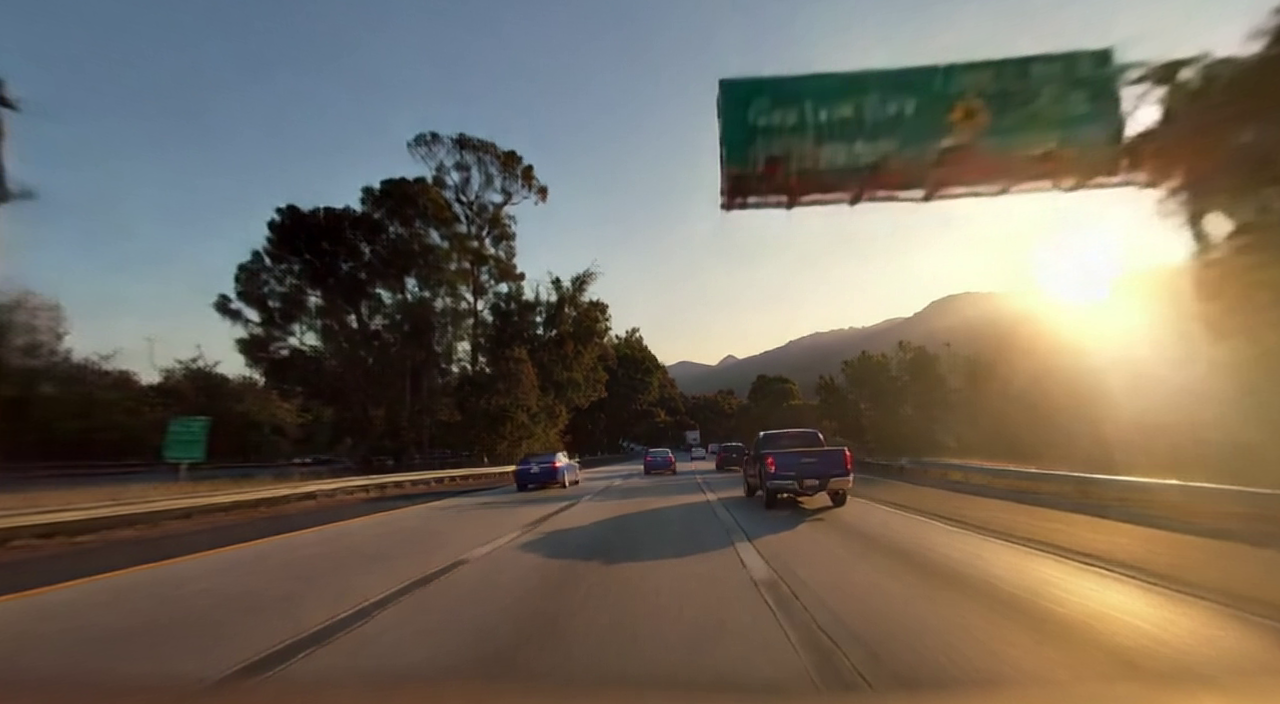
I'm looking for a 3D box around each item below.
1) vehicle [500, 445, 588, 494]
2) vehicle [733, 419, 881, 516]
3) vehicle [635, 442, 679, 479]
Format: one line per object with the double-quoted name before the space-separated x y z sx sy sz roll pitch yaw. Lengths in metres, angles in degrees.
"vehicle" -3.240 4.096 22.411 2.109 1.530 4.646 -1 -8 4
"vehicle" 3.624 2.644 14.969 2.229 1.837 5.387 -1 -8 2
"vehicle" 0.877 5.166 30.344 1.959 1.604 4.065 -1 -8 3
